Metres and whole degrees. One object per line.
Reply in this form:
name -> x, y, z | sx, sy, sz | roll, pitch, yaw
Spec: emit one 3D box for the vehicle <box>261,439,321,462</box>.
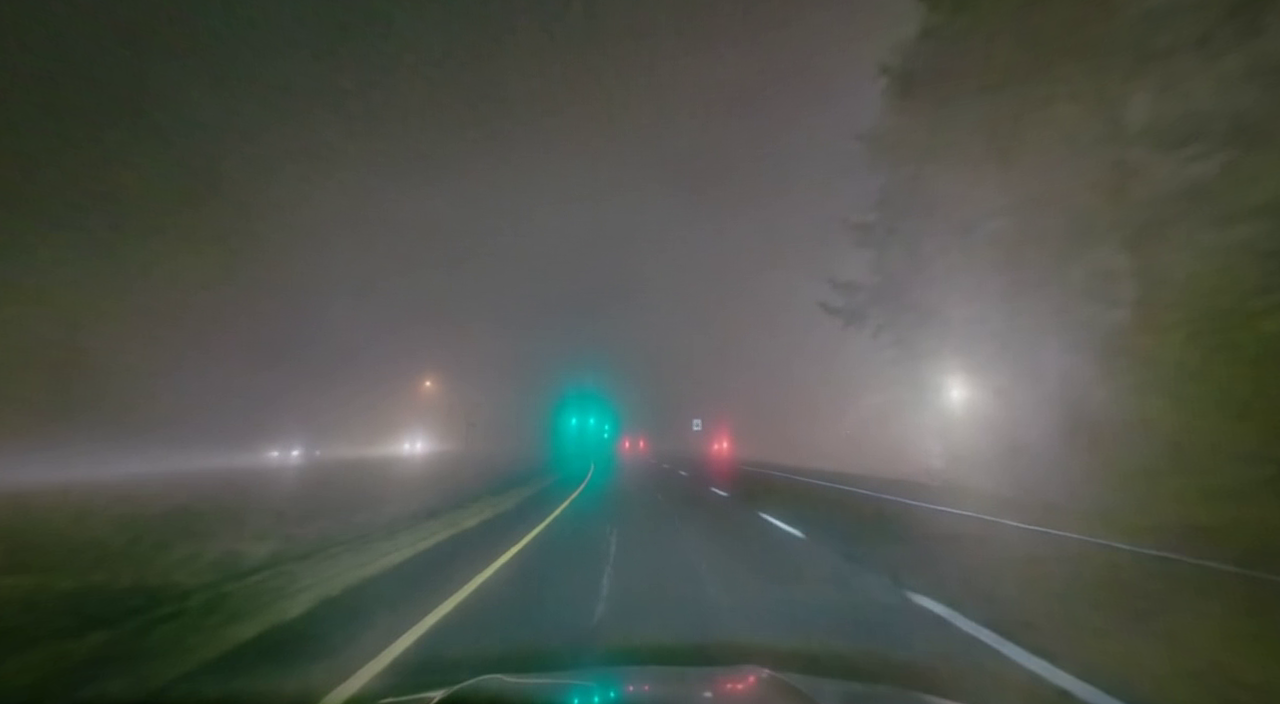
vehicle -> -23.678, 6.718, 43.076 | 1.826, 1.473, 4.374 | 0, -8, -4
